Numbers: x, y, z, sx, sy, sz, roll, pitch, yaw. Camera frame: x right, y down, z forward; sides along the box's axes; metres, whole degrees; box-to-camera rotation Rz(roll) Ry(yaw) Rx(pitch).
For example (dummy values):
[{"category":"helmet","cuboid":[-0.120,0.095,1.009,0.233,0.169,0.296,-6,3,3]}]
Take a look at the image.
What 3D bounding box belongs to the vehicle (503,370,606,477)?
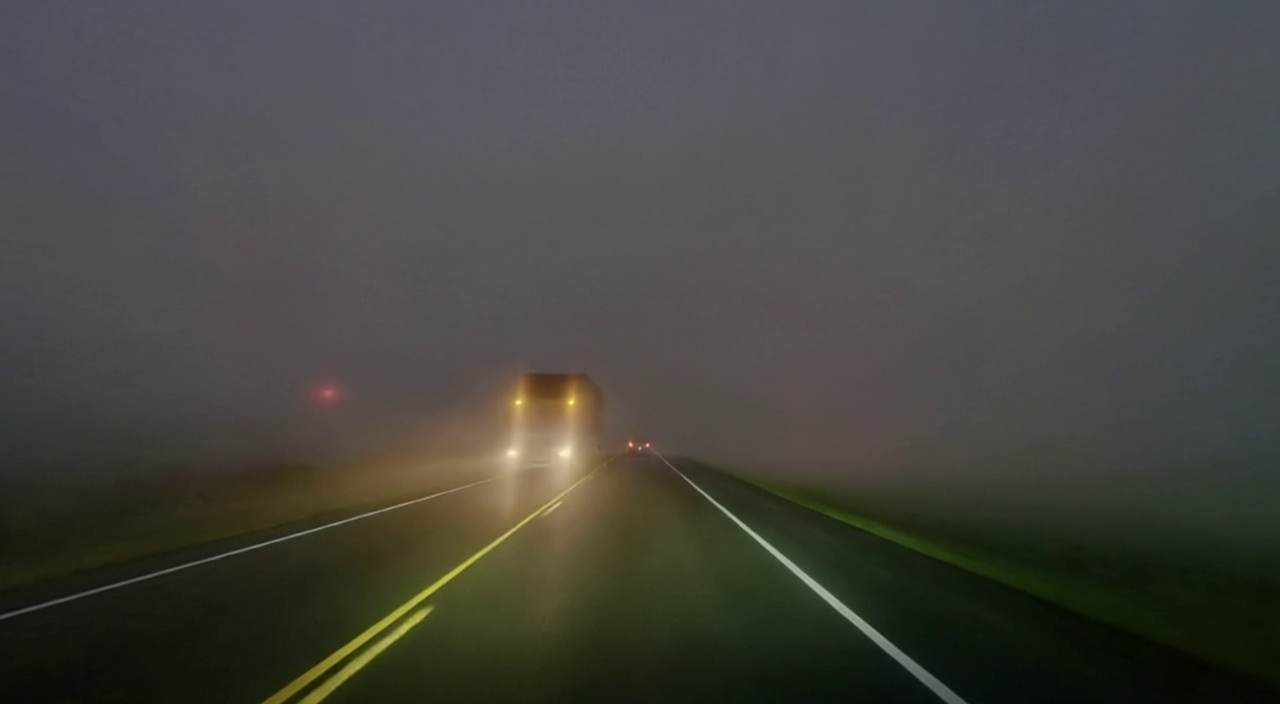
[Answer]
[{"category":"vehicle","cuboid":[-3.517,3.461,29.371,3.048,4.005,11.290,0,-8,1]}]
